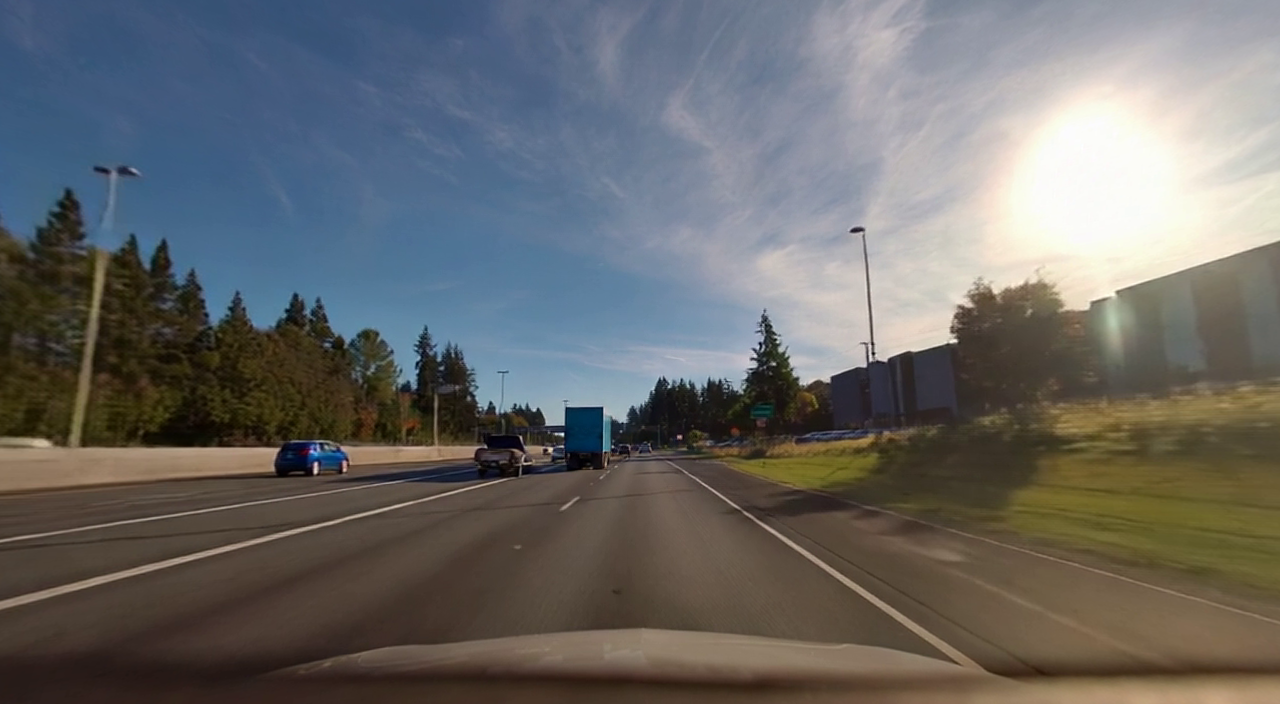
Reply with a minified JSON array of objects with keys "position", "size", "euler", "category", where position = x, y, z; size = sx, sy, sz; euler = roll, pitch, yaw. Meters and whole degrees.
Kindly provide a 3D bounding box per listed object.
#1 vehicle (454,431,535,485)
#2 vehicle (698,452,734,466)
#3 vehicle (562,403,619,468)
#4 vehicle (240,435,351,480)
[{"position":[-5.404,3.986,24.032],"size":[2.058,1.840,4.443],"euler":[0,-8,-1],"category":"vehicle"},{"position":[5.795,8.220,48.645],"size":[2.295,0.969,3.132],"euler":[0,-8,-2],"category":"vehicle"},{"position":[-3.292,6.125,45.657],"size":[2.905,4.037,12.921],"euler":[0,-8,1],"category":"vehicle"},{"position":[-14.173,4.365,26.298],"size":[1.997,1.695,4.492],"euler":[0,-8,1],"category":"vehicle"}]
